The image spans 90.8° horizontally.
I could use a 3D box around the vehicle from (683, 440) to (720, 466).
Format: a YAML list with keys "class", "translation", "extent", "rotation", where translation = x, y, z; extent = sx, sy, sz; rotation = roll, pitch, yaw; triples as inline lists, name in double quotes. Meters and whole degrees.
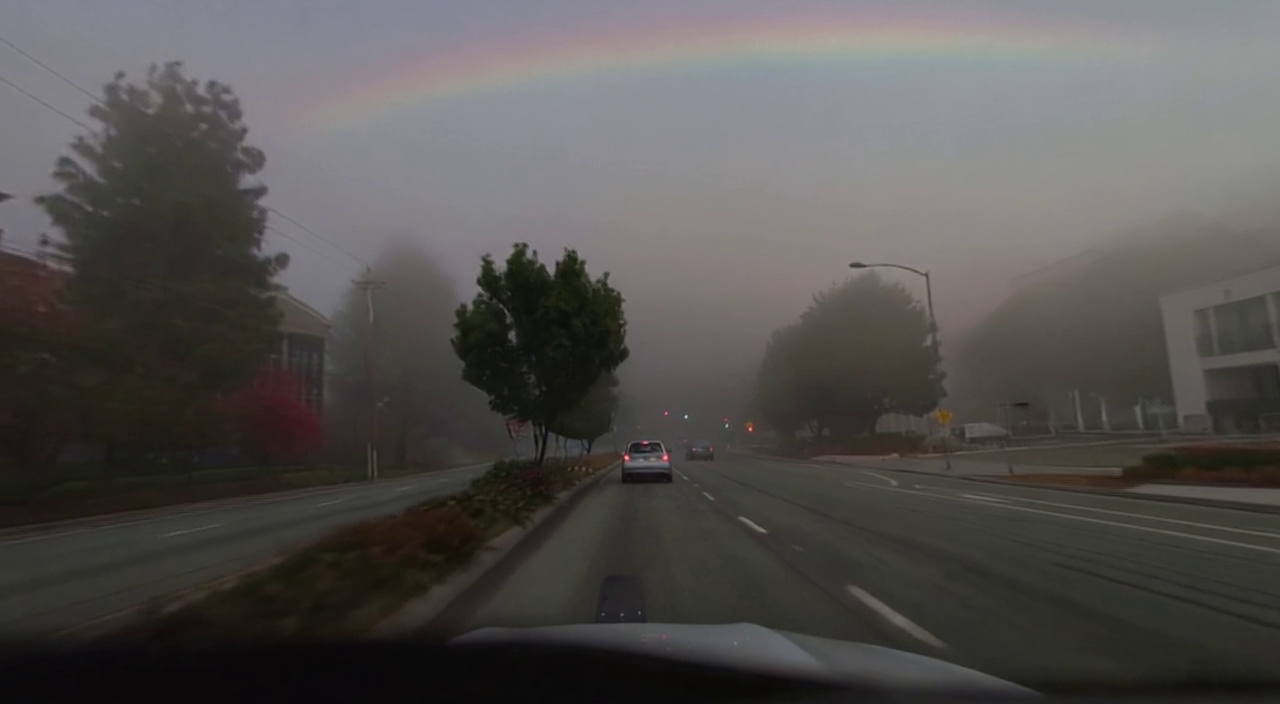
- class: "vehicle"
  translation: [4.187, 6.922, 43.349]
  extent: [1.987, 1.613, 4.081]
  rotation: [0, -9, -2]

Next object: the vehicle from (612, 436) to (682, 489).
- class: "vehicle"
  translation: [0.193, 3.775, 21.891]
  extent: [2.181, 1.639, 4.127]
  rotation: [0, -9, 0]
